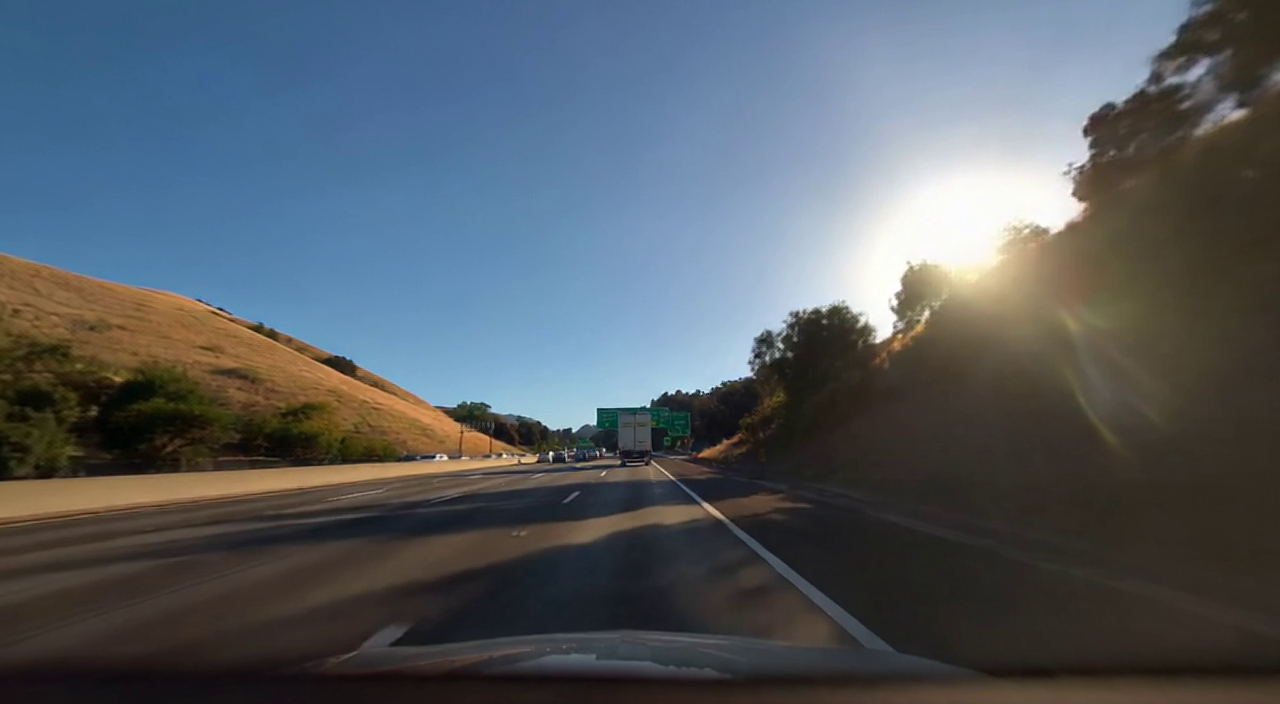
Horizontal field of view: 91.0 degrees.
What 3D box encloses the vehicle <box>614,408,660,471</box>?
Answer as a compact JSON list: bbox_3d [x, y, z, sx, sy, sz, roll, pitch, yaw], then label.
[{"bbox_3d":[-0.098,6.634,47.497,3.039,4.131,11.822,0,-9,1],"label":"vehicle"}]
